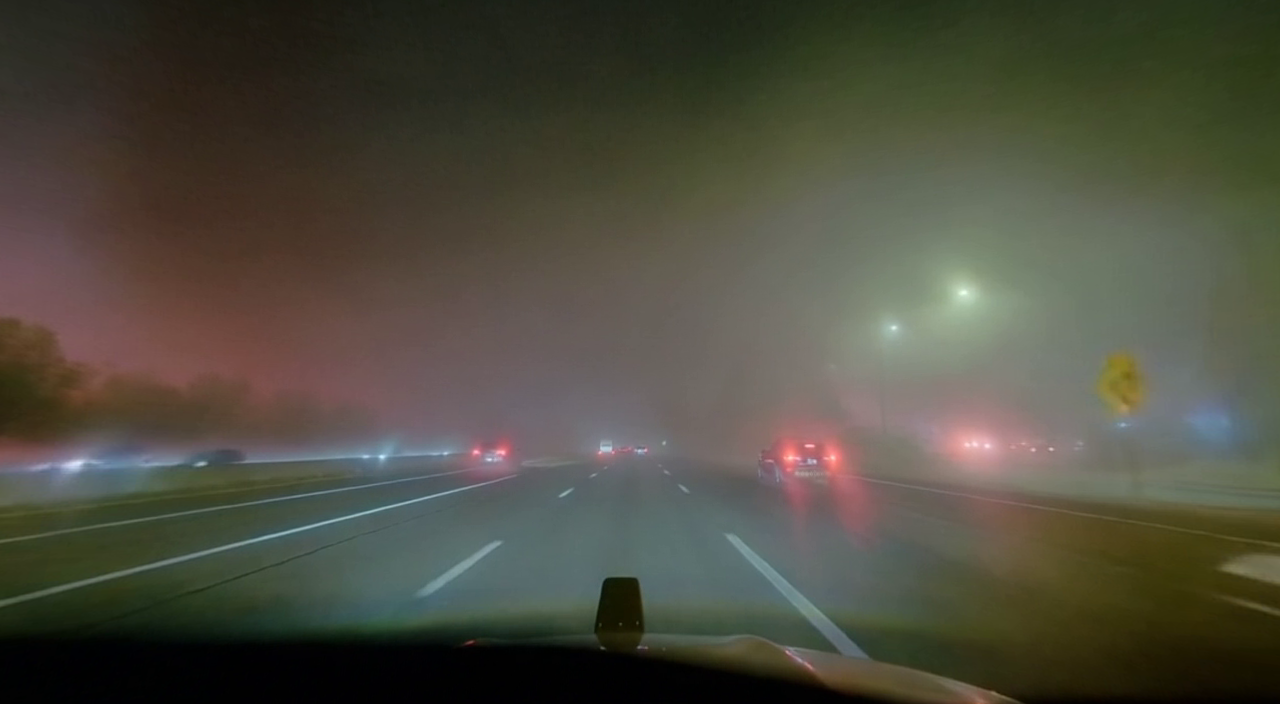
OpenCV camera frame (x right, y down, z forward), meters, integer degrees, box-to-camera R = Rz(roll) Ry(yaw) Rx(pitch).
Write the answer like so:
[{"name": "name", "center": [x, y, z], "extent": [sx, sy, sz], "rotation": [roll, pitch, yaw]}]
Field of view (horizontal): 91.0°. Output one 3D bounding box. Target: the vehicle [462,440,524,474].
[{"name": "vehicle", "center": [-7.039, 5.061, 30.581], "extent": [1.985, 1.513, 4.172], "rotation": [0, -9, 1]}]

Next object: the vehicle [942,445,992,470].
[{"name": "vehicle", "center": [22.057, 7.101, 42.637], "extent": [2.011, 1.550, 4.792], "rotation": [-1, -8, 15]}]

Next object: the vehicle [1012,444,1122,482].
[{"name": "vehicle", "center": [19.234, 4.975, 28.668], "extent": [1.989, 1.529, 4.791], "rotation": [1, -8, 5]}]
